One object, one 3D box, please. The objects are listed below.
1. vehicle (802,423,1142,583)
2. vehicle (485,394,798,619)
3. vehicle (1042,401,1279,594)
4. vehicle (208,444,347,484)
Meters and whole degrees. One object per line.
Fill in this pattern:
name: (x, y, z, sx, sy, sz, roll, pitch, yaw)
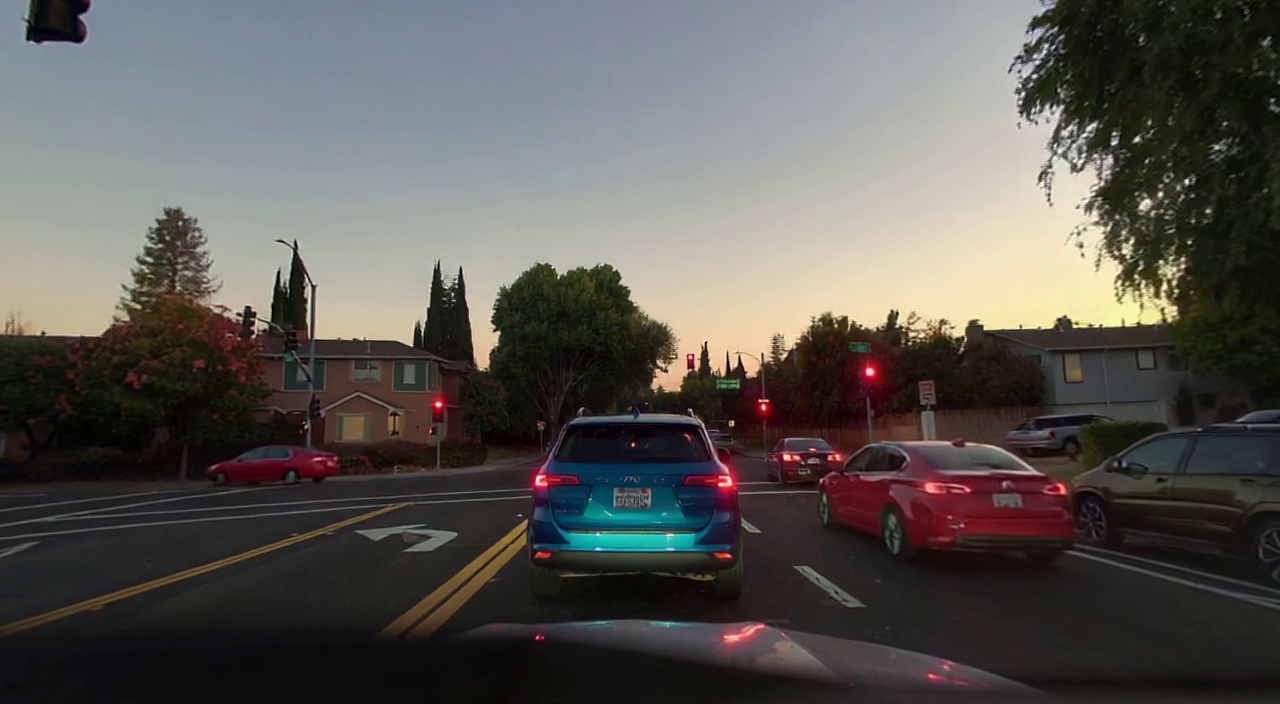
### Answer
vehicle: (3.827, 1.809, 8.534, 2.077, 1.527, 4.755, 0, -8, 1)
vehicle: (0.047, 1.472, 6.951, 2.322, 1.667, 4.367, 0, -8, 1)
vehicle: (7.022, 1.527, 7.003, 1.989, 1.791, 4.735, 0, -8, 1)
vehicle: (-14.698, 4.546, 25.918, 4.723, 1.486, 1.800, 4, -9, -25)
